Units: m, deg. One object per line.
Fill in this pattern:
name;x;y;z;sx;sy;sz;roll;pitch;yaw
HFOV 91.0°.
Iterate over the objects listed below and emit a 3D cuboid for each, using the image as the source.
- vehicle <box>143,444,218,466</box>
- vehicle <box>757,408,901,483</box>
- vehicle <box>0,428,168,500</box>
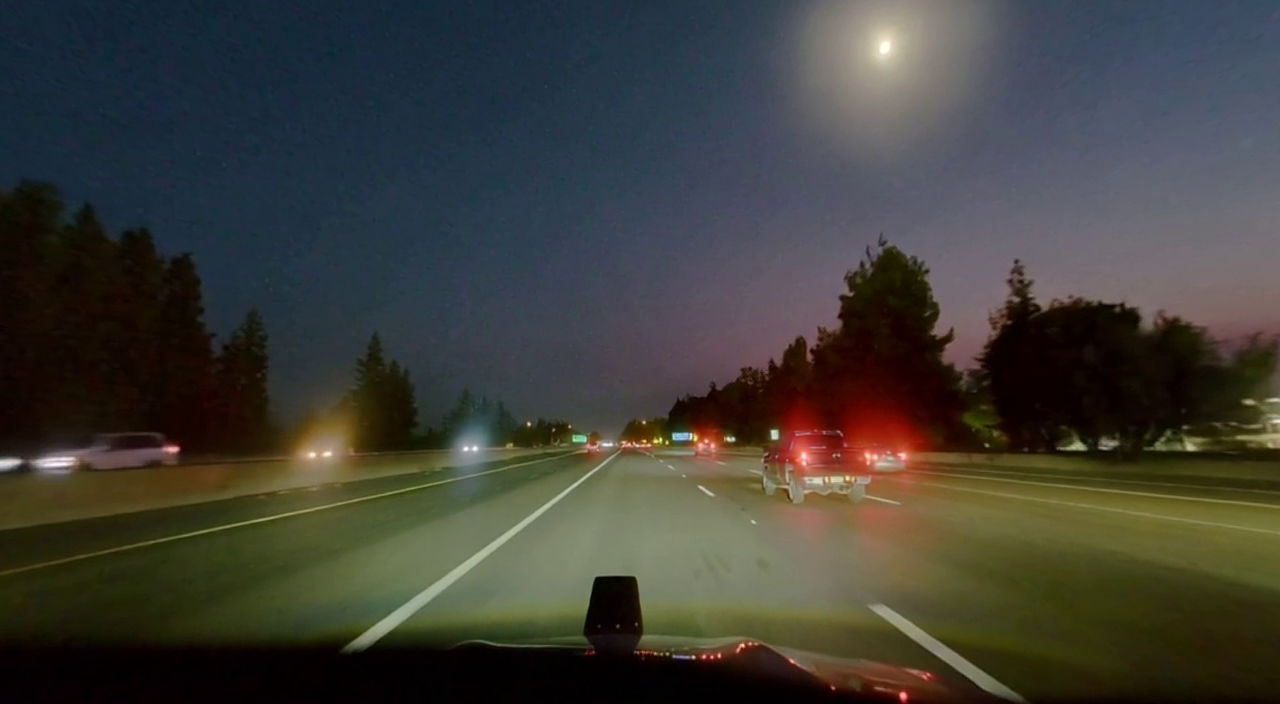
vehicle;-32.355;7.263;44.511;1.844;1.483;4.609;0;-8;-1
vehicle;6.639;3.511;23.689;2.779;2.339;8.073;0;-8;-1
vehicle;-16.694;3.118;18.015;2.114;1.742;5.510;0;-8;0
